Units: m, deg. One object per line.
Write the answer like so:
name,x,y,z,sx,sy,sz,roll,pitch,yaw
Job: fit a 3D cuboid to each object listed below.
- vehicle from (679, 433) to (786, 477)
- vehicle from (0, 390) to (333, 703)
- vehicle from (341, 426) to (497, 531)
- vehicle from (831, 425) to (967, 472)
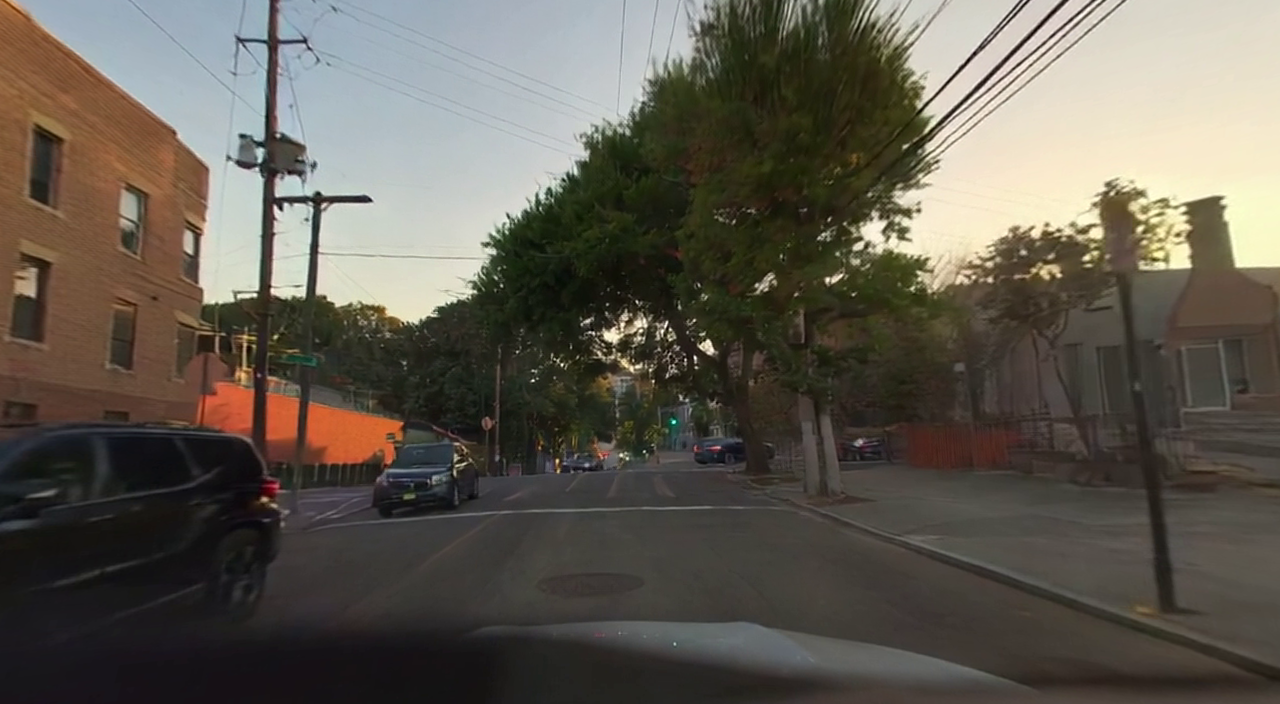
vehicle,3.877,4.284,26.550,3.994,1.736,2.059,4,-9,-28
vehicle,-4.551,1.262,4.319,2.236,1.834,4.743,-1,-8,4
vehicle,-4.453,2.575,13.560,1.918,1.823,4.536,0,-8,-3
vehicle,11.426,4.317,28.262,5.167,1.895,2.140,-2,-8,8
